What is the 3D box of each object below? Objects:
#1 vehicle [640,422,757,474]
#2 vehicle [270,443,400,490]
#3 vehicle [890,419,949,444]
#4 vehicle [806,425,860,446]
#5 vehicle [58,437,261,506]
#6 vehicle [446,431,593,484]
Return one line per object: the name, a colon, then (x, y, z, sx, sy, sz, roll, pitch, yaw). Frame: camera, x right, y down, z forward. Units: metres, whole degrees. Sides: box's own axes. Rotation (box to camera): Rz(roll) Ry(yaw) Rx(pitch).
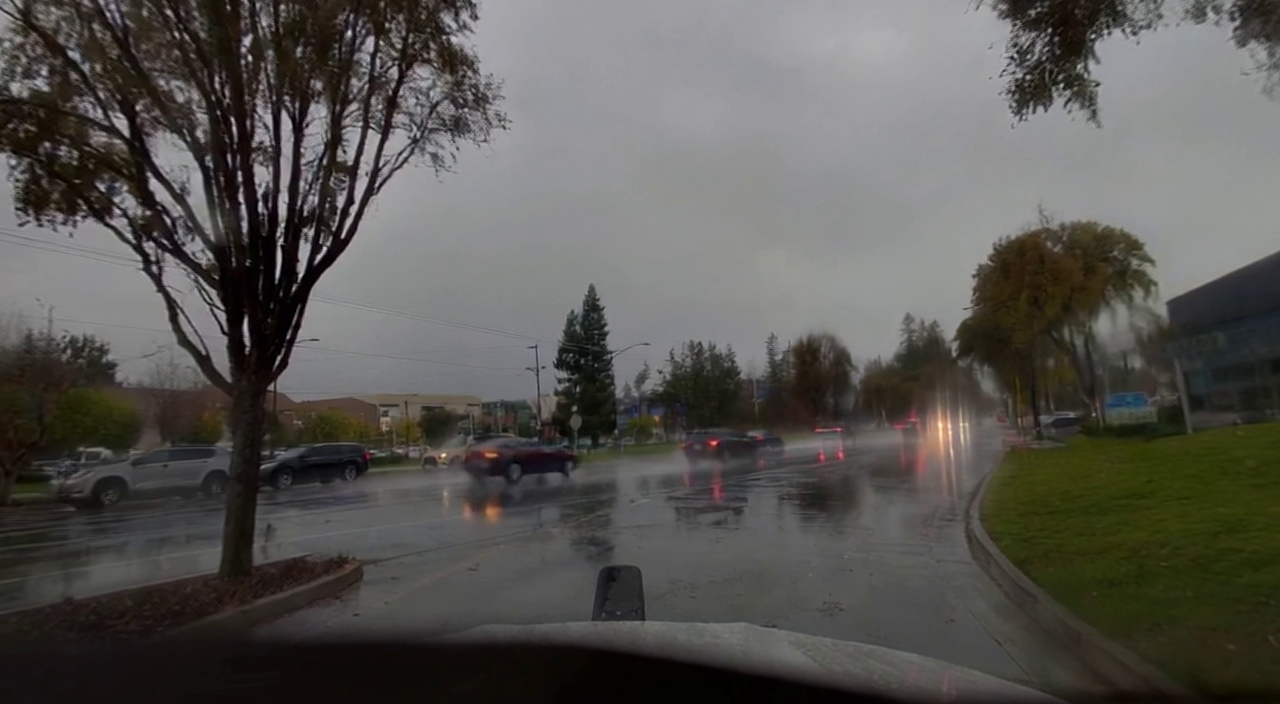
vehicle: (2.463, 3.782, 25.303, 1.954, 1.639, 5.229, -9, -8, 39)
vehicle: (-12.396, 4.607, 25.918, 1.904, 1.719, 4.326, -6, -10, 37)
vehicle: (20.249, 5.771, 45.640, 2.201, 1.574, 5.060, -11, -13, 42)
vehicle: (15.035, 6.497, 49.047, 2.146, 1.555, 4.810, -8, -11, 41)
vehicle: (-15.847, 3.891, 21.146, 2.294, 2.000, 4.788, -7, -10, 33)
vehicle: (-4.196, 3.753, 22.778, 2.183, 1.651, 4.928, -8, -11, 38)
